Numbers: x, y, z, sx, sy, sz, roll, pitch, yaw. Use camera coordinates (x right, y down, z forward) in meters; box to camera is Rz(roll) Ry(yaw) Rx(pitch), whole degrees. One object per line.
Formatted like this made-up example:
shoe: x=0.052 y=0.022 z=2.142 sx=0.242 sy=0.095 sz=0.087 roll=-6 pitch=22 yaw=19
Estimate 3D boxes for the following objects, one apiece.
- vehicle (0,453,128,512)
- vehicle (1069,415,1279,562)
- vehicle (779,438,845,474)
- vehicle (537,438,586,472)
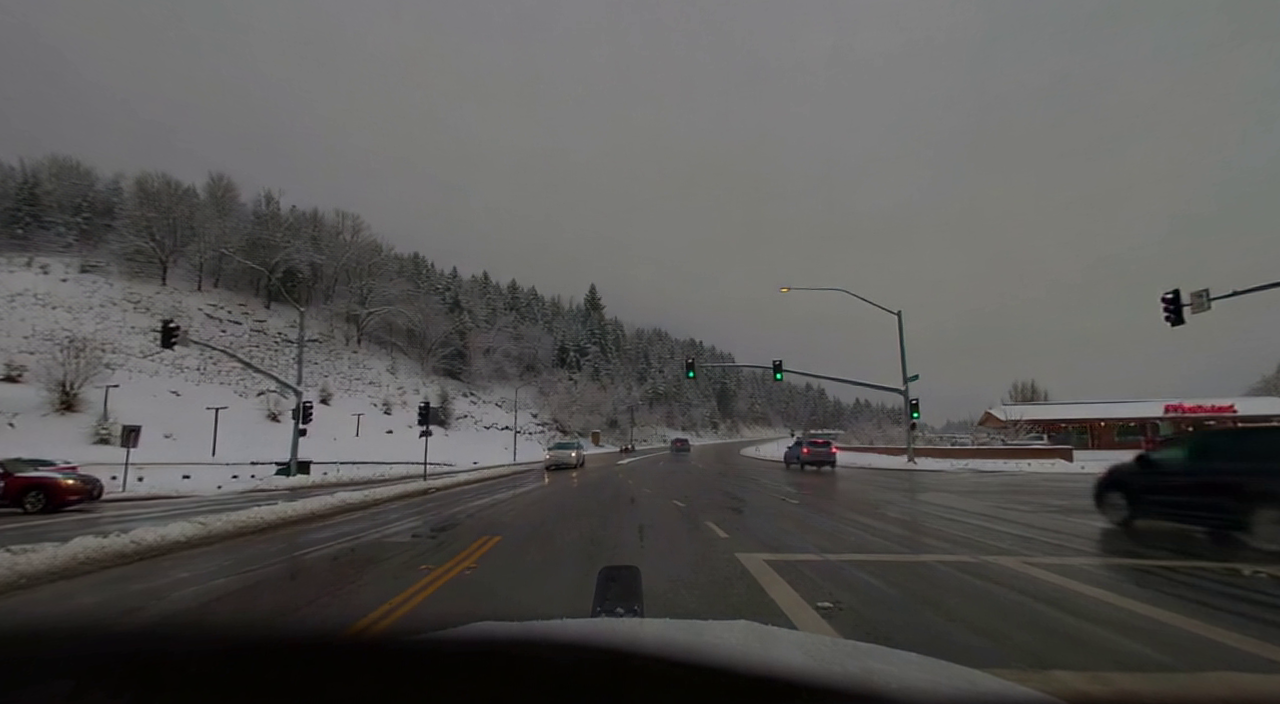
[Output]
vehicle: x=-19.790 y=4.195 z=20.478 sx=4.440 sy=1.748 sz=2.033 roll=0 pitch=-9 yaw=1
vehicle: x=9.411 y=1.987 z=9.583 sx=2.114 sy=1.898 sz=4.996 roll=0 pitch=-8 yaw=-1
vehicle: x=9.421 y=5.734 z=34.880 sx=2.273 sy=1.839 sz=4.218 roll=1 pitch=-9 yaw=-3
vehicle: x=-4.595 y=6.127 z=37.658 sx=2.238 sy=1.883 sz=4.503 roll=0 pitch=-9 yaw=2
